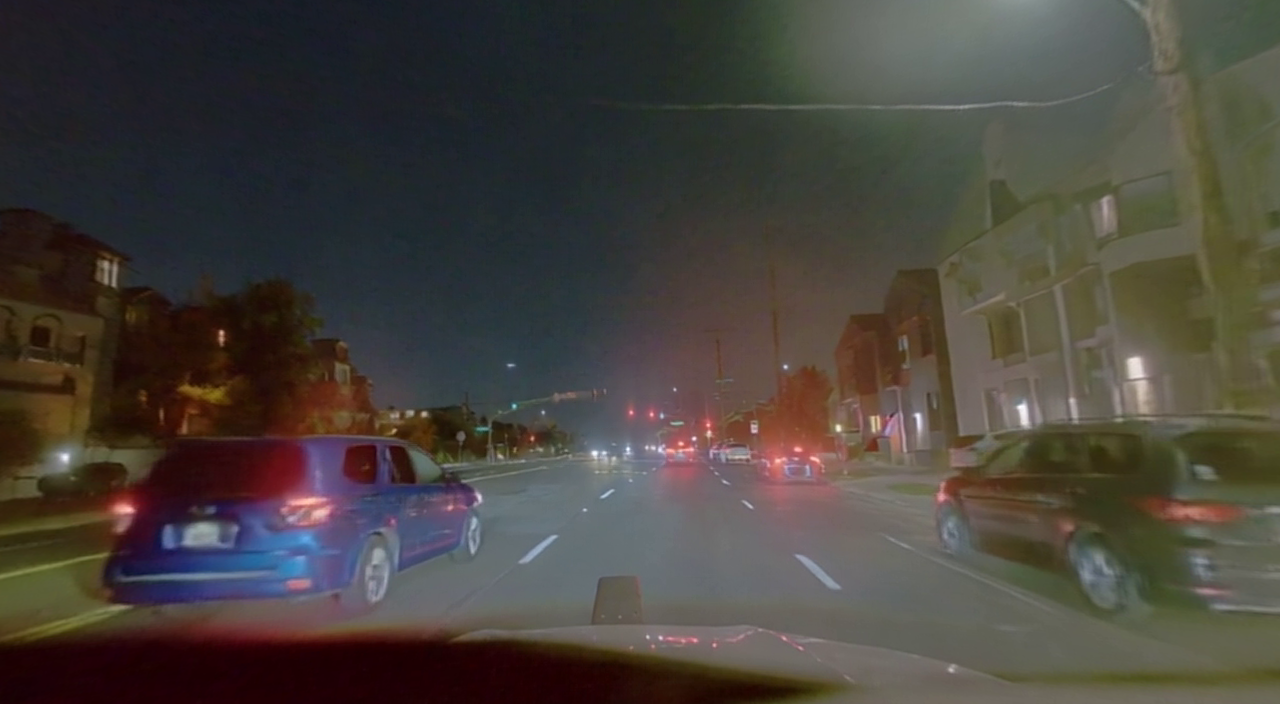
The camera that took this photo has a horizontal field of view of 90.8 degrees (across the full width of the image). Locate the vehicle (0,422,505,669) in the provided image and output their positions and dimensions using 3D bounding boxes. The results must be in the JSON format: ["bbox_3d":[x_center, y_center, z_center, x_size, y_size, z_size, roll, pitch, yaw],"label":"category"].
[{"bbox_3d":[-2.979,1.534,6.207,2.069,1.510,4.325,-1,-8,4],"label":"vehicle"}]

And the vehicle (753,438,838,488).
[{"bbox_3d":[5.141,3.726,21.541,1.964,1.485,4.454,-1,-8,3],"label":"vehicle"}]

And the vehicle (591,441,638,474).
[{"bbox_3d":[-1.211,5.244,31.551,1.986,1.508,4.261,-1,-8,3],"label":"vehicle"}]

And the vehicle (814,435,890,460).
[{"bbox_3d":[13.050,5.874,39.034,4.046,1.450,1.814,-1,-8,4],"label":"vehicle"}]

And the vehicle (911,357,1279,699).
[{"bbox_3d":[4.386,1.235,5.530,2.069,1.780,4.480,0,-8,1],"label":"vehicle"}]

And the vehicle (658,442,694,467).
[{"bbox_3d":[2.197,6.399,39.587,2.081,1.475,4.361,0,-8,2],"label":"vehicle"}]
